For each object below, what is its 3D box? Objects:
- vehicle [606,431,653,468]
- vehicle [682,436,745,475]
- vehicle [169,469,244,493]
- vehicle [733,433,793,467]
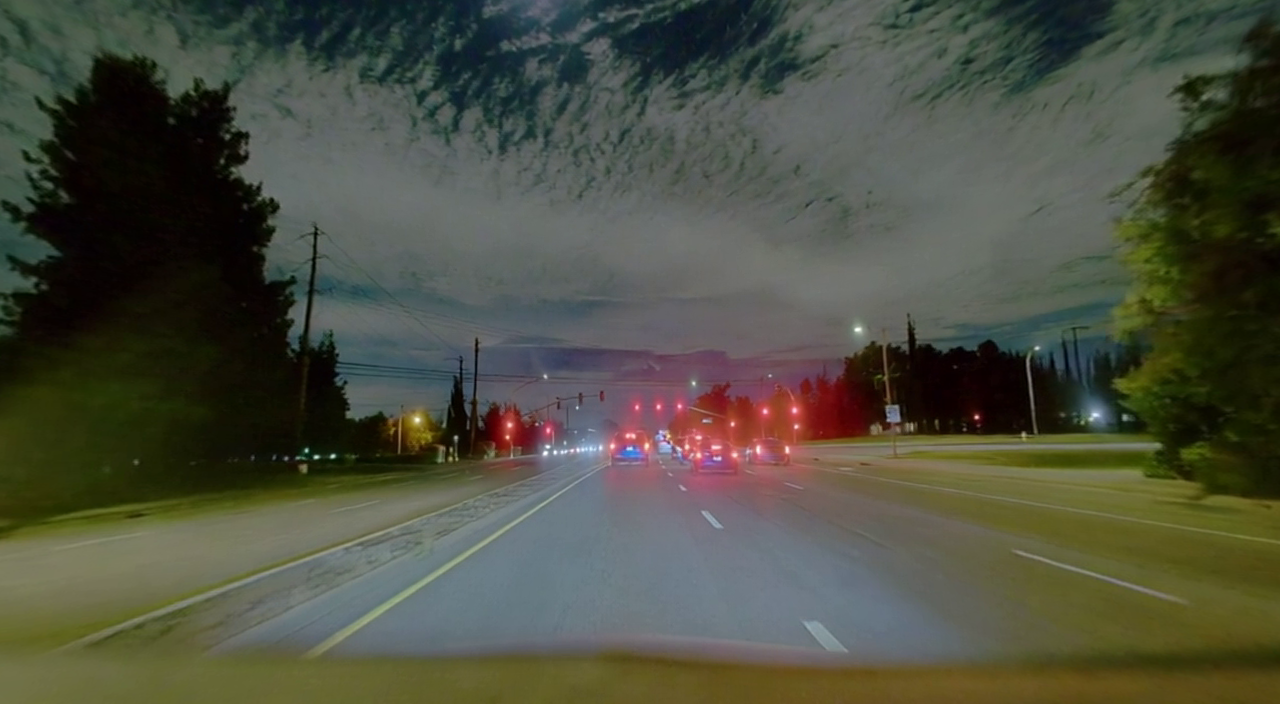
[{"bbox_3d":[-0.560,5.139,33.325,2.300,1.821,4.254,0,-9,-1],"label":"vehicle"},{"bbox_3d":[2.975,4.303,26.444,1.984,1.462,4.513,0,-9,-2],"label":"vehicle"},{"bbox_3d":[-33.878,10.083,49.430,4.224,1.614,2.123,-1,-9,-3],"label":"vehicle"},{"bbox_3d":[6.525,5.283,34.061,2.198,1.678,4.419,0,-9,-2],"label":"vehicle"}]
